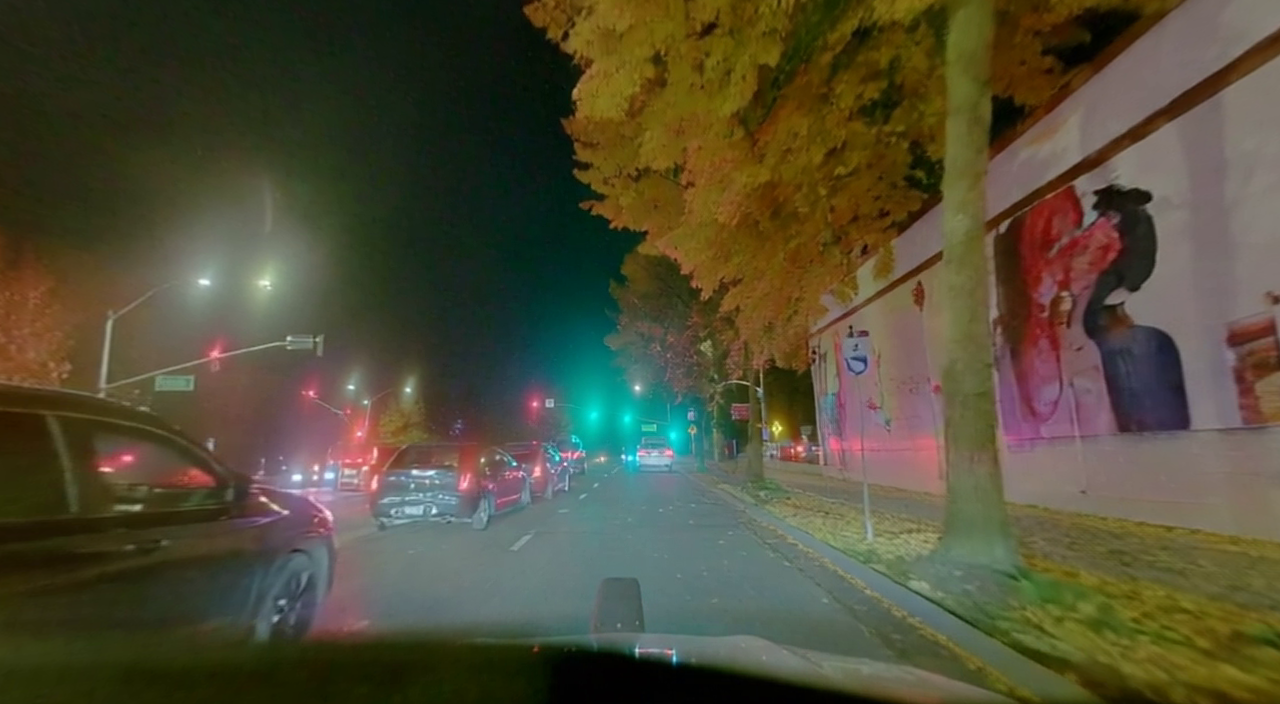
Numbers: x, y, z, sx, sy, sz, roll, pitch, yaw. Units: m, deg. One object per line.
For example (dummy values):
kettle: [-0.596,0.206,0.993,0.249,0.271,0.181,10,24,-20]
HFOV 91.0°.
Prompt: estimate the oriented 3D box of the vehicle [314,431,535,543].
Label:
vehicle: [-3.390,2.232,11.160,2.090,1.506,4.823,0,-9,1]

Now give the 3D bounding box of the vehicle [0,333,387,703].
vehicle: [-3.119,0.865,2.613,2.165,1.663,4.513,0,-9,1]

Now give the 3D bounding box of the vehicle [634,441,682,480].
vehicle: [0.793,5.167,30.178,2.144,1.704,4.028,0,-9,0]
